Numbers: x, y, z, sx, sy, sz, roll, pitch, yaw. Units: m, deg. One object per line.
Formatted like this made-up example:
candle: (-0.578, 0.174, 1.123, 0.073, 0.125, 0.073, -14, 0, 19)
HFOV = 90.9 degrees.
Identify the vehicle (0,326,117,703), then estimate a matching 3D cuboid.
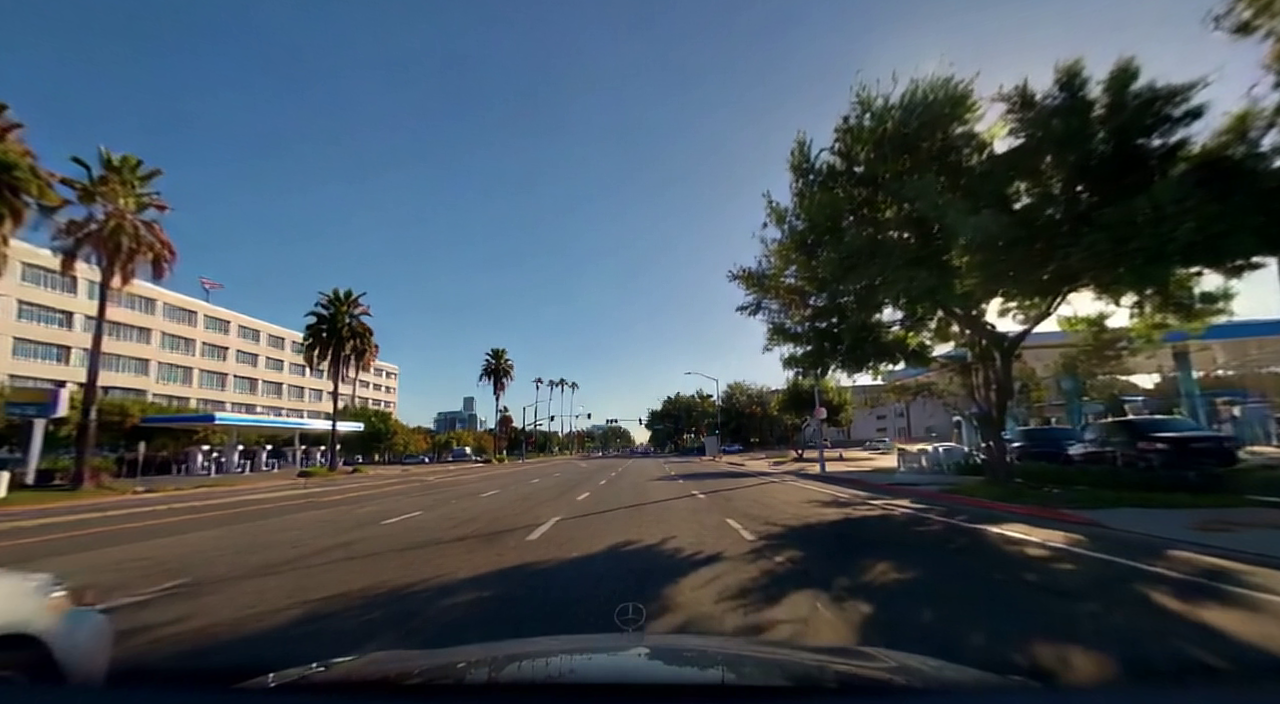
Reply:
vehicle: (-3.345, 0.524, 0.466, 2.011, 1.756, 4.478, -1, -9, 0)
